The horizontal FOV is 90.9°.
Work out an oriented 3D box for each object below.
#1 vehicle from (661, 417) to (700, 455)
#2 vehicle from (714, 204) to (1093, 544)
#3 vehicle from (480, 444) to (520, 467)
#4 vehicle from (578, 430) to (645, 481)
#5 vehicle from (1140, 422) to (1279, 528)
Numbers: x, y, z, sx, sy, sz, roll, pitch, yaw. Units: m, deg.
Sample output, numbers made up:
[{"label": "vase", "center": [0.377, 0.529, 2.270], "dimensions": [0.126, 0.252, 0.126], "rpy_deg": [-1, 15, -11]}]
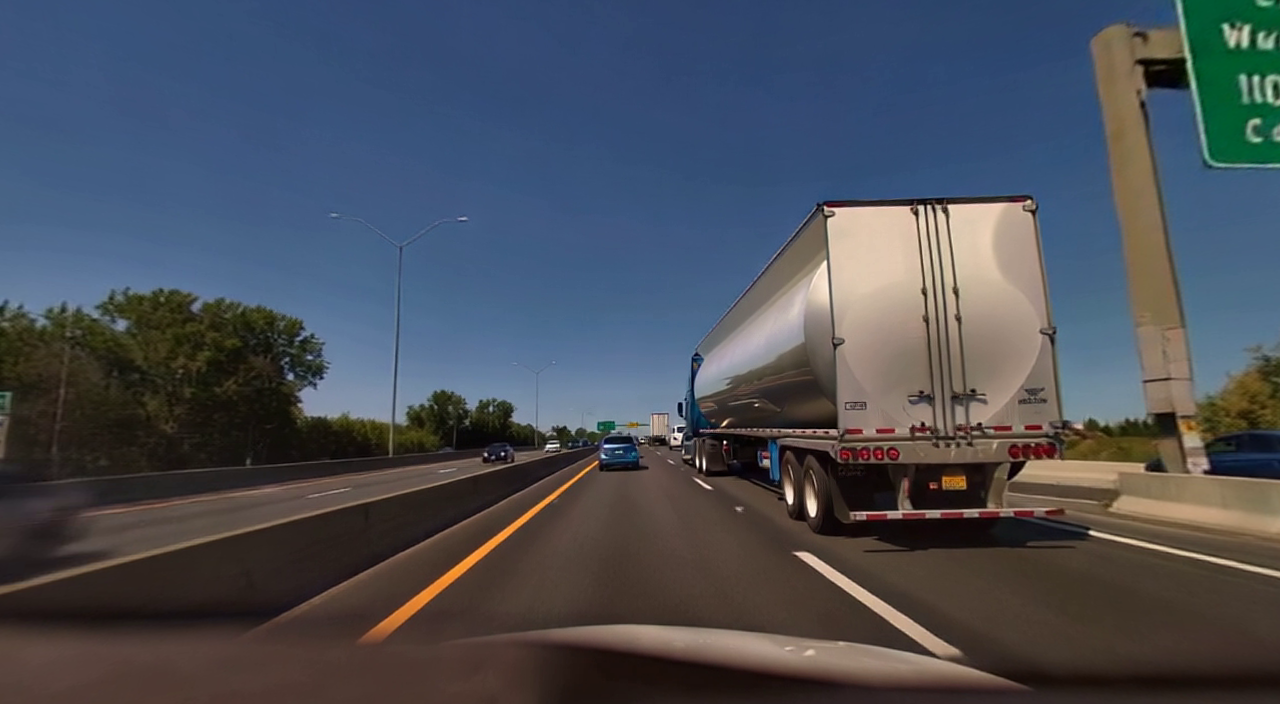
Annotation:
[{"label": "vehicle", "center": [3.120, 6.613, 49.452], "dimensions": [2.475, 2.782, 4.986], "rpy_deg": [0, -8, -3]}, {"label": "vehicle", "center": [3.495, 0.813, 11.818], "dimensions": [2.826, 3.905, 9.262], "rpy_deg": [0, -8, -1]}, {"label": "vehicle", "center": [-9.343, 6.922, 42.372], "dimensions": [1.853, 1.459, 4.228], "rpy_deg": [0, -8, -1]}, {"label": "vehicle", "center": [-0.851, 3.344, 20.629], "dimensions": [2.000, 1.510, 3.518], "rpy_deg": [0, -8, 0]}, {"label": "vehicle", "center": [9.824, 1.777, 9.217], "dimensions": [1.739, 1.471, 3.889], "rpy_deg": [0, -8, -2]}]
